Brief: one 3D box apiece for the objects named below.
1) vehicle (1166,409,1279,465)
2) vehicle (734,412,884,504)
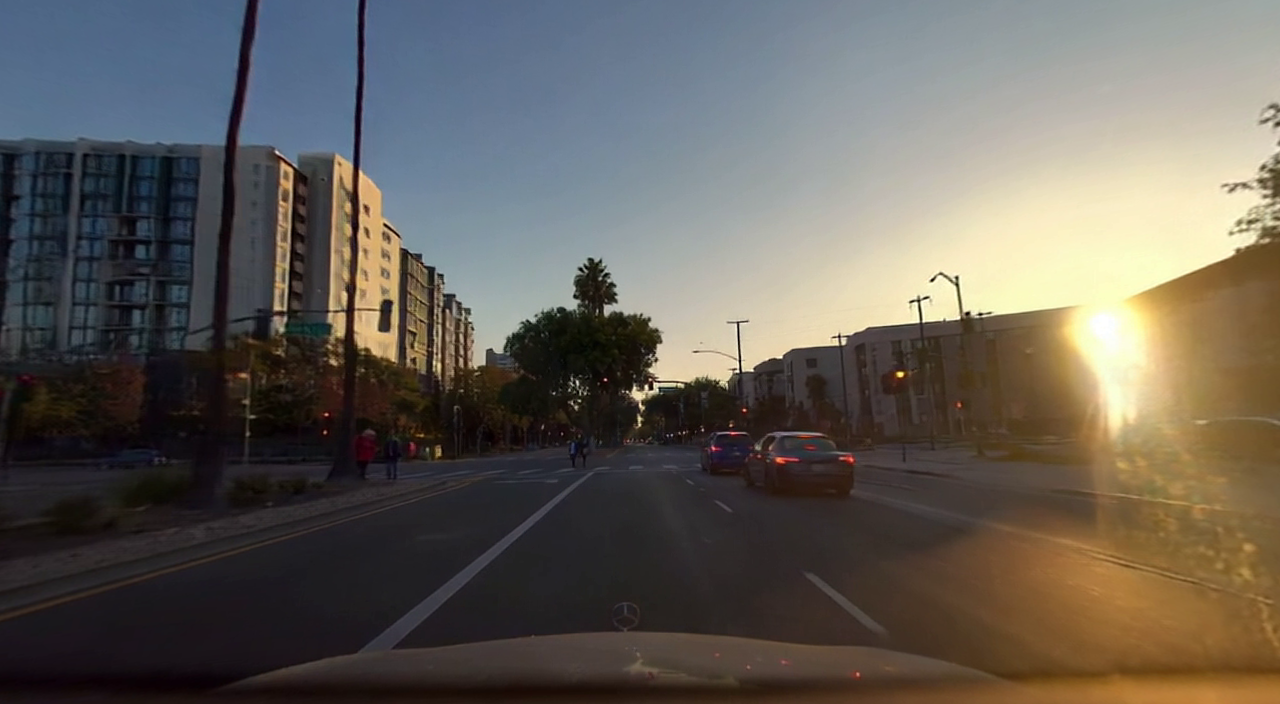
[{"bbox_3d":[19.518,2.699,19.983,1.761,1.615,4.403,0,-9,-3],"label":"vehicle"},{"bbox_3d":[3.634,2.407,14.683,2.060,1.756,4.770,0,-8,-1],"label":"vehicle"}]
